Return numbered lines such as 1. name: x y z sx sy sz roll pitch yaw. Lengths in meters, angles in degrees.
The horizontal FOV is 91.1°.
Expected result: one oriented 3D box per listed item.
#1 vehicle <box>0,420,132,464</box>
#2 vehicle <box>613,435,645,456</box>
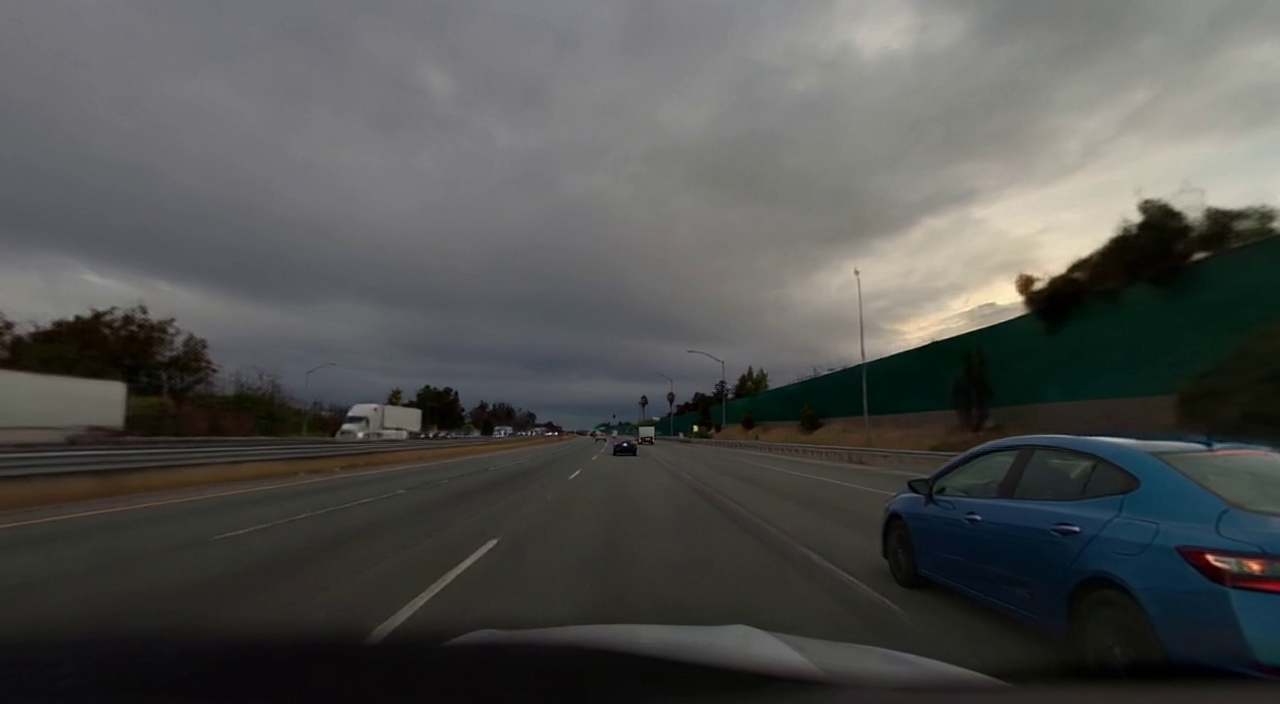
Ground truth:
1. vehicle: -22.245 3.408 23.943 1.936 1.520 4.619 0 -8 -1
2. vehicle: -0.782 6.554 44.292 2.121 1.445 4.187 0 -8 -2
